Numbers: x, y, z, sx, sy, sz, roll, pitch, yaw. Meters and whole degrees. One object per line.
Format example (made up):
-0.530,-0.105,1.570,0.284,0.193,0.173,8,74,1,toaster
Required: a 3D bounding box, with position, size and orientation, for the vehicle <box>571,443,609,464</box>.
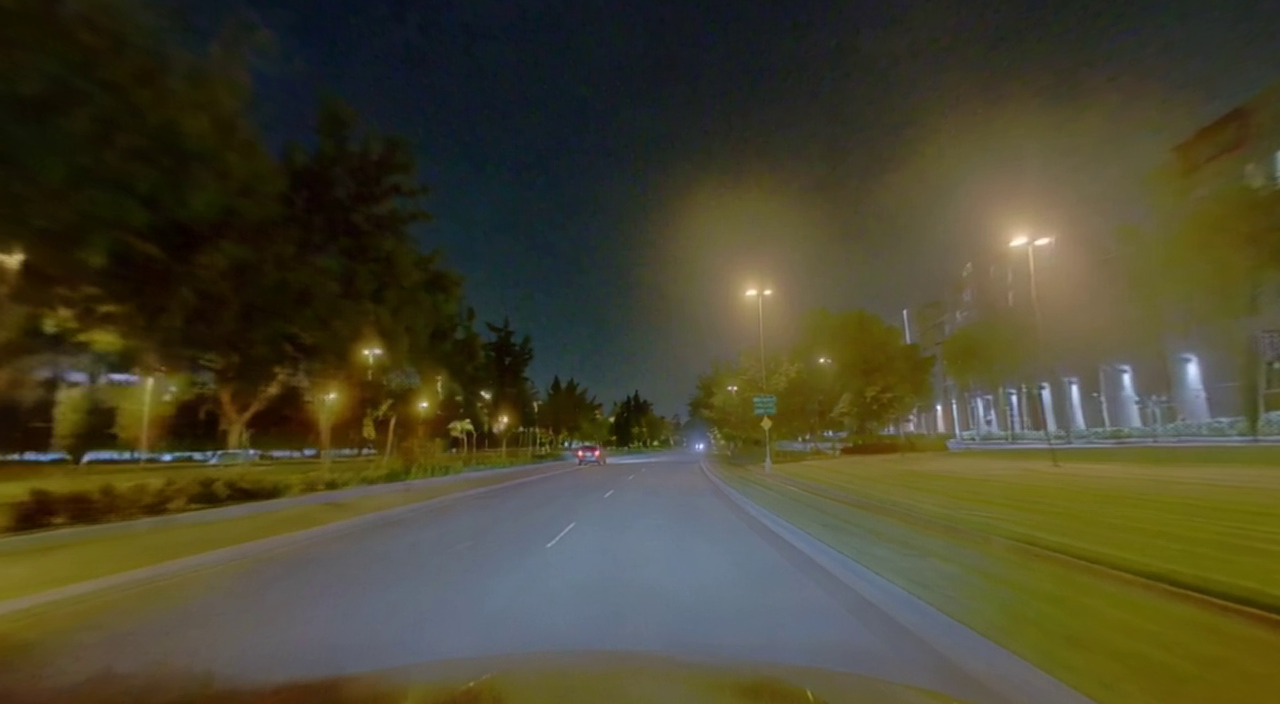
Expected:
-3.604,7.375,46.029,1.945,1.461,4.605,-1,-9,6,vehicle
